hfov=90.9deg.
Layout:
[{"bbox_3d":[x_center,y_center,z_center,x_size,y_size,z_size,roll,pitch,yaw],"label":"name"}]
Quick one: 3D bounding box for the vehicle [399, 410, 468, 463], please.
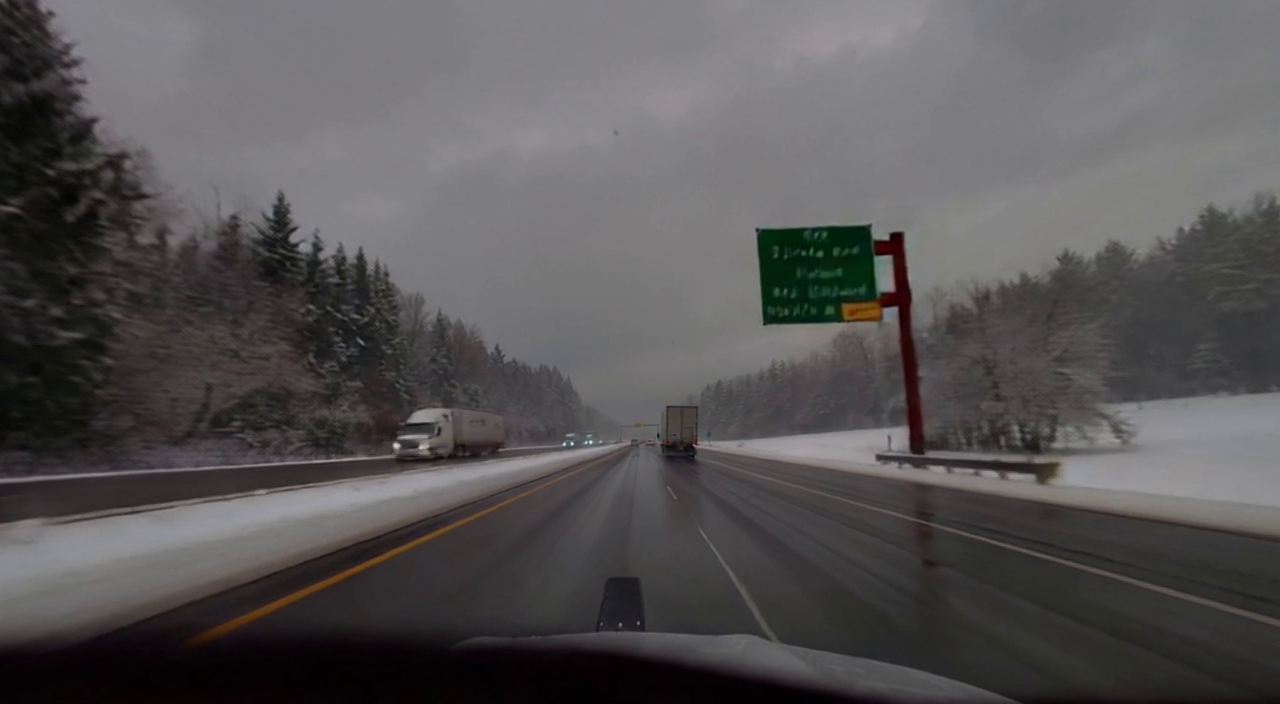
[{"bbox_3d":[-14.081,5.773,43.130,3.618,3.504,2.875,0,-8,1],"label":"vehicle"}]
